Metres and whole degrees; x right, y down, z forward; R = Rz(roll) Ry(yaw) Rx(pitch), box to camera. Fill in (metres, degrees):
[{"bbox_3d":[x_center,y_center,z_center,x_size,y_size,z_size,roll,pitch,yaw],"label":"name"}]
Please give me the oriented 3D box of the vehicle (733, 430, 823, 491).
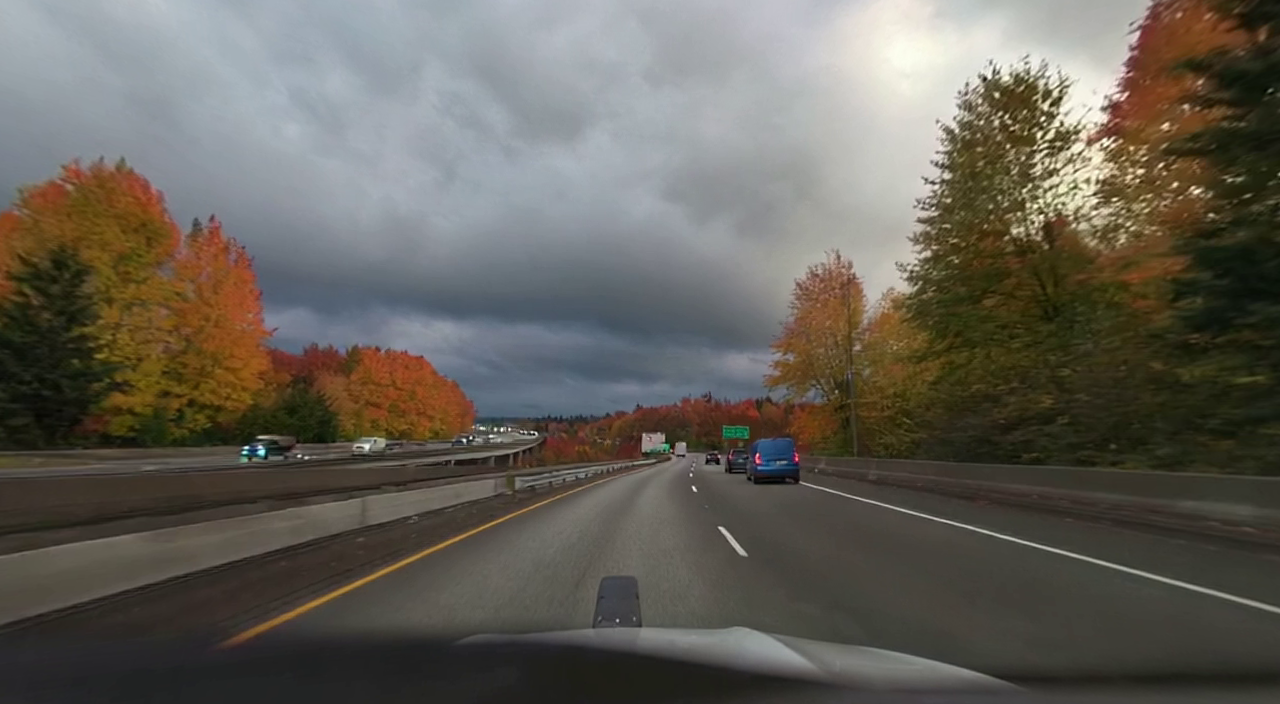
[{"bbox_3d":[4.848,3.915,22.848,2.205,1.923,4.956,-1,-9,1],"label":"vehicle"}]
